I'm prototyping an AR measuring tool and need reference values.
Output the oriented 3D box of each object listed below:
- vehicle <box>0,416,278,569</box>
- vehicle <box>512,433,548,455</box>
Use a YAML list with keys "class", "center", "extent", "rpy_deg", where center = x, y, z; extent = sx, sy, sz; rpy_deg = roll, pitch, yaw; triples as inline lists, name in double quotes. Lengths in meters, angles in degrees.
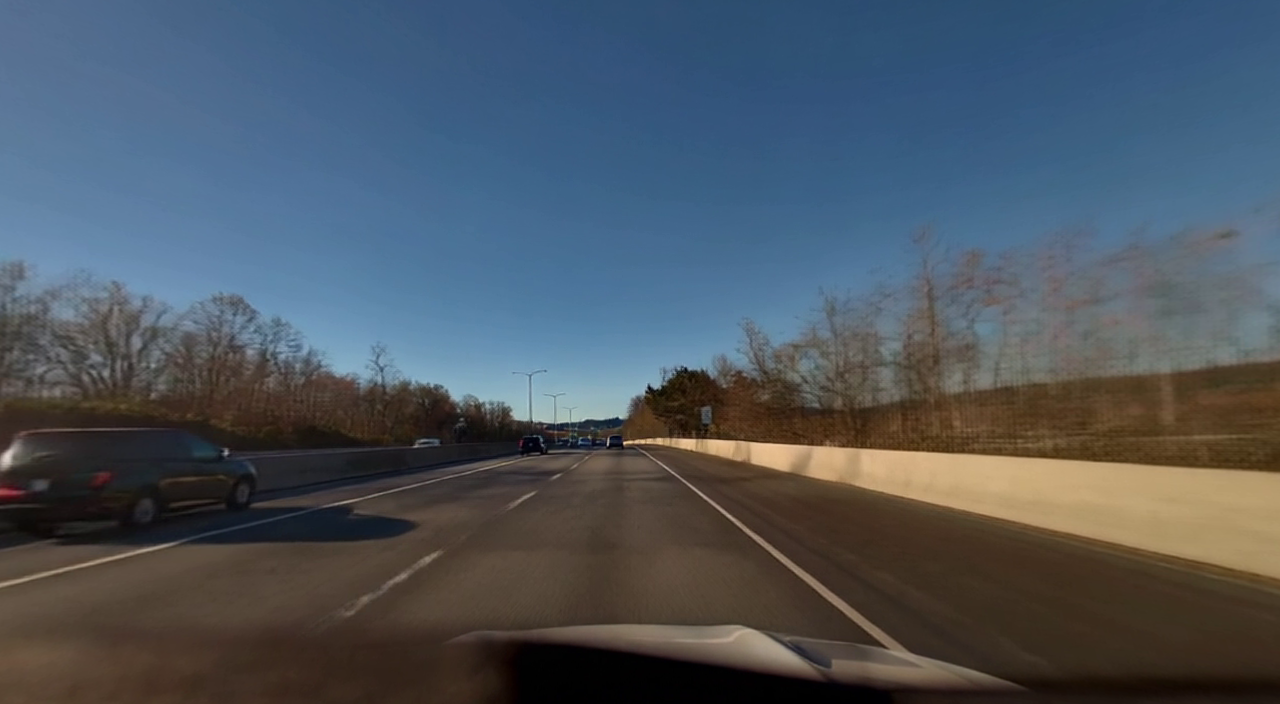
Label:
- class: "vehicle"
  center: [-7.105, 1.705, 8.504]
  extent: [1.972, 1.532, 4.222]
  rpy_deg: [0, -8, -1]
- class: "vehicle"
  center: [-7.928, 6.655, 45.763]
  extent: [1.988, 1.505, 4.044]
  rpy_deg: [0, -8, -2]
